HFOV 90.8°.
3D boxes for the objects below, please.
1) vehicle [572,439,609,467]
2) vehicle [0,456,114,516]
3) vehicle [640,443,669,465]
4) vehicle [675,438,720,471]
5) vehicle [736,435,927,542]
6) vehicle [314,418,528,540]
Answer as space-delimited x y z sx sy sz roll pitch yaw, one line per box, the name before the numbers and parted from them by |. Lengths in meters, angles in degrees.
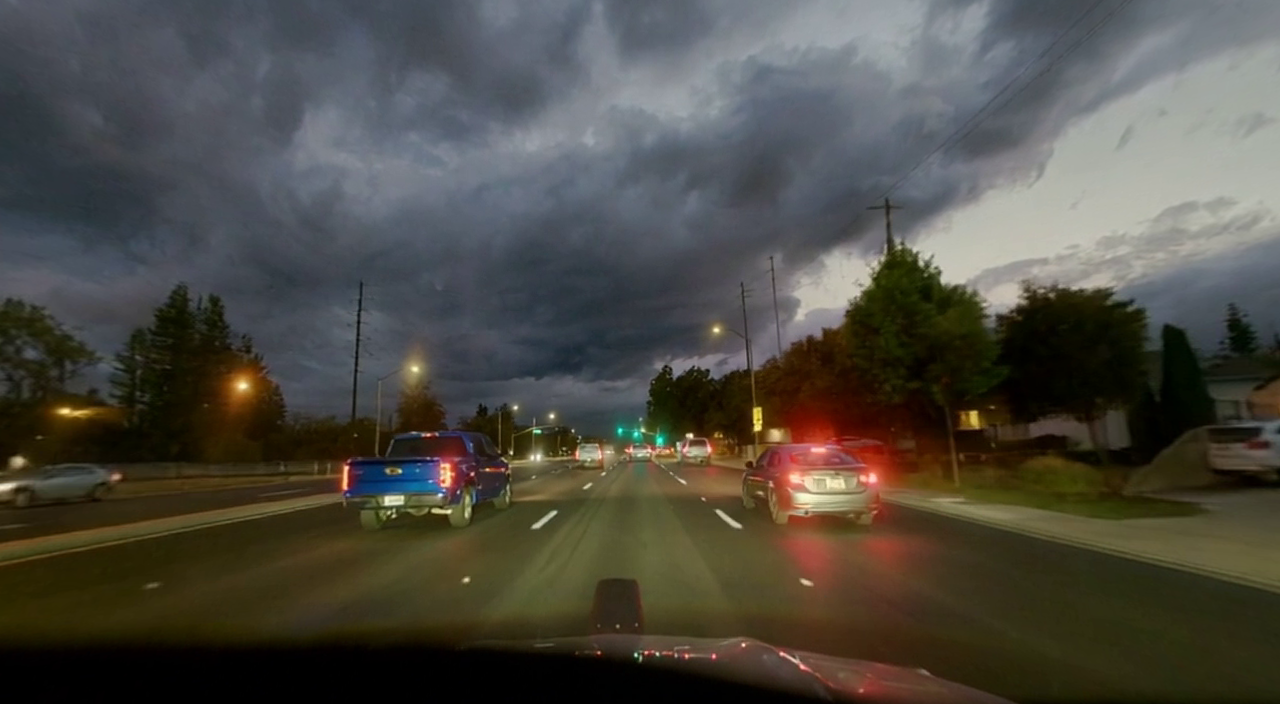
vehicle | -3.427 7.047 44.191 2.218 1.829 4.492 0 -8 0
vehicle | -18.308 3.894 18.619 1.841 1.554 4.260 0 -8 1
vehicle | 1.048 7.877 48.993 1.997 1.636 3.760 0 -8 -3
vehicle | 3.291 5.994 37.124 2.099 1.845 4.363 0 -8 -2
vehicle | 2.983 2.209 10.917 1.884 1.463 4.195 0 -8 -1
vehicle | -3.649 2.232 11.849 2.111 1.745 5.274 0 -8 0
